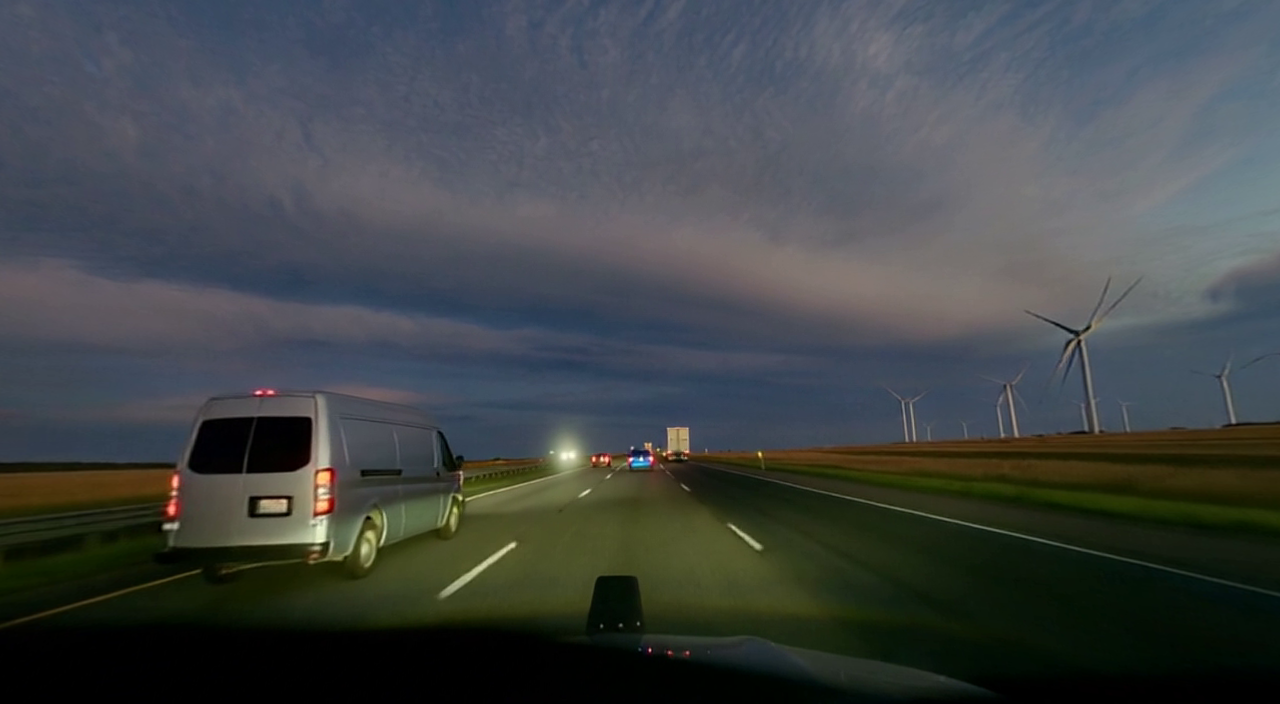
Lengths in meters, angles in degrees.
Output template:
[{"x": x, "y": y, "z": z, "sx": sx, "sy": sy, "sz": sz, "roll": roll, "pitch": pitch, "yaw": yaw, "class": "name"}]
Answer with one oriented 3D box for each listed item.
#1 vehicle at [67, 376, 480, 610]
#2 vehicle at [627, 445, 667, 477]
[{"x": -3.736, "y": 1.564, "z": 7.789, "sx": 2.238, "sy": 1.984, "sz": 4.650, "roll": 0, "pitch": -9, "yaw": 0, "class": "vehicle"}, {"x": 0.378, "y": 6.084, "z": 35.363, "sx": 2.083, "sy": 1.689, "sz": 4.083, "roll": 0, "pitch": -9, "yaw": 1, "class": "vehicle"}]
